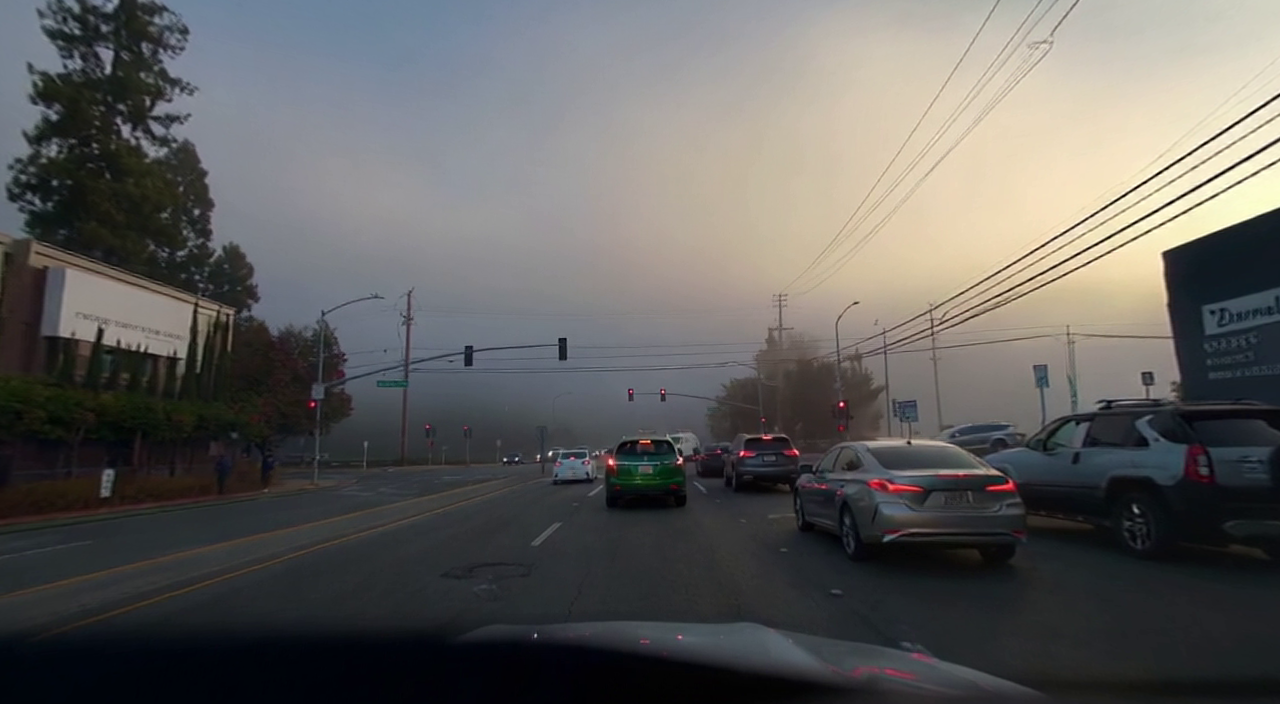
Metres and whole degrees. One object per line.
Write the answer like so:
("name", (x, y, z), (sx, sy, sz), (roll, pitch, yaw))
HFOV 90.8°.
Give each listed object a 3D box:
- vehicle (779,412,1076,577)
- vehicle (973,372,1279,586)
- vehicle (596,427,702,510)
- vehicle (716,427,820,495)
("vehicle", (3.322, 1.736, 8.457), (1.998, 1.620, 4.267), (0, -9, 1))
("vehicle", (6.675, 1.499, 8.204), (2.080, 1.958, 4.653), (0, -9, -1))
("vehicle", (0.180, 2.665, 14.852), (2.149, 1.668, 3.962), (0, -9, 0))
("vehicle", (3.696, 3.240, 19.178), (2.060, 1.789, 4.712), (0, -9, -1))
